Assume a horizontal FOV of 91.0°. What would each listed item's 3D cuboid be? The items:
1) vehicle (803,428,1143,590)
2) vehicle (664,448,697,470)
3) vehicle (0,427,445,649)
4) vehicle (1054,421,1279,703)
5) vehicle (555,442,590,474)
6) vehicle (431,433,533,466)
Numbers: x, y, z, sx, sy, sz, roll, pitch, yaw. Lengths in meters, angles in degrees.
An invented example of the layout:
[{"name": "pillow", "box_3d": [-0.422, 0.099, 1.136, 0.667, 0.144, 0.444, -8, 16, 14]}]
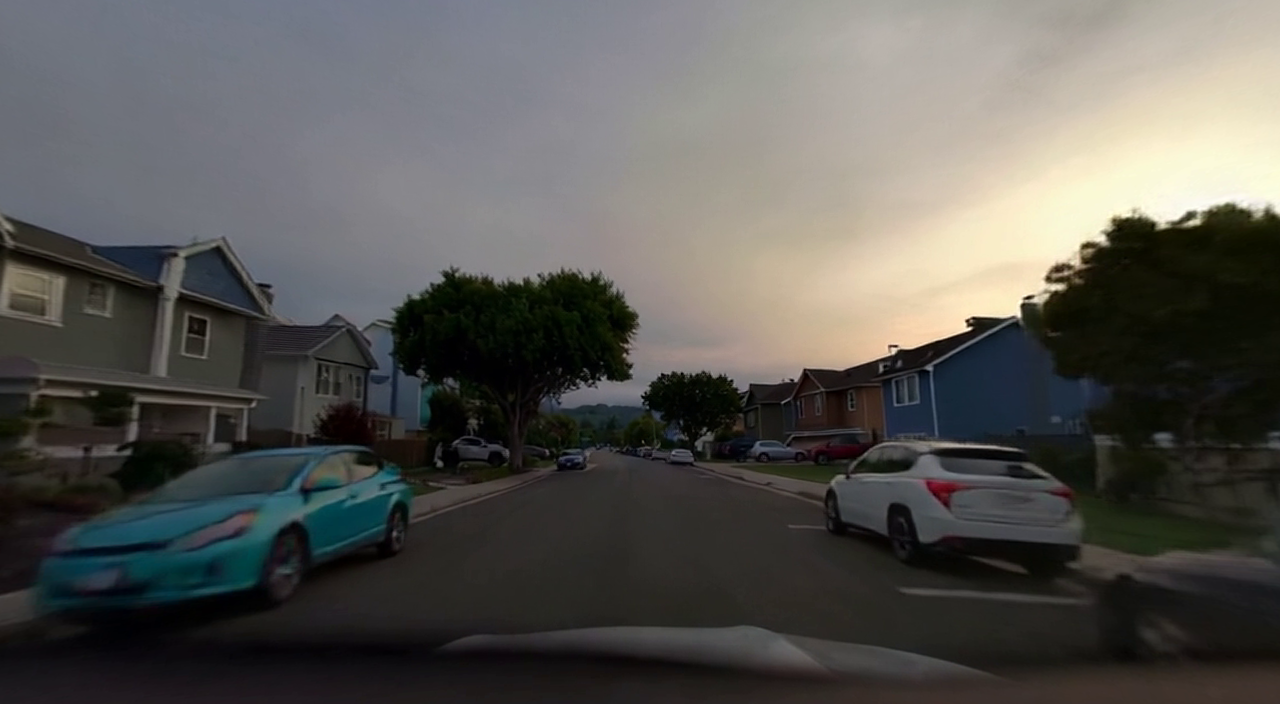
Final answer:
[{"name": "vehicle", "box_3d": [3.755, 1.830, 8.300, 2.077, 1.512, 4.513, 0, -8, 1]}, {"name": "vehicle", "box_3d": [2.914, 7.855, 46.426, 1.869, 1.458, 4.324, 1, -8, -3]}, {"name": "vehicle", "box_3d": [-3.873, 1.612, 6.822, 2.089, 1.508, 4.537, 2, -7, -1]}, {"name": "vehicle", "box_3d": [3.417, 0.874, 1.462, 1.888, 1.484, 4.476, 0, -8, 1]}, {"name": "vehicle", "box_3d": [-4.691, 7.413, 44.322, 2.230, 1.782, 4.628, 0, -4, -4]}, {"name": "vehicle", "box_3d": [-9.755, 6.079, 39.364, 5.843, 1.985, 2.294, 1, -9, -6]}]
